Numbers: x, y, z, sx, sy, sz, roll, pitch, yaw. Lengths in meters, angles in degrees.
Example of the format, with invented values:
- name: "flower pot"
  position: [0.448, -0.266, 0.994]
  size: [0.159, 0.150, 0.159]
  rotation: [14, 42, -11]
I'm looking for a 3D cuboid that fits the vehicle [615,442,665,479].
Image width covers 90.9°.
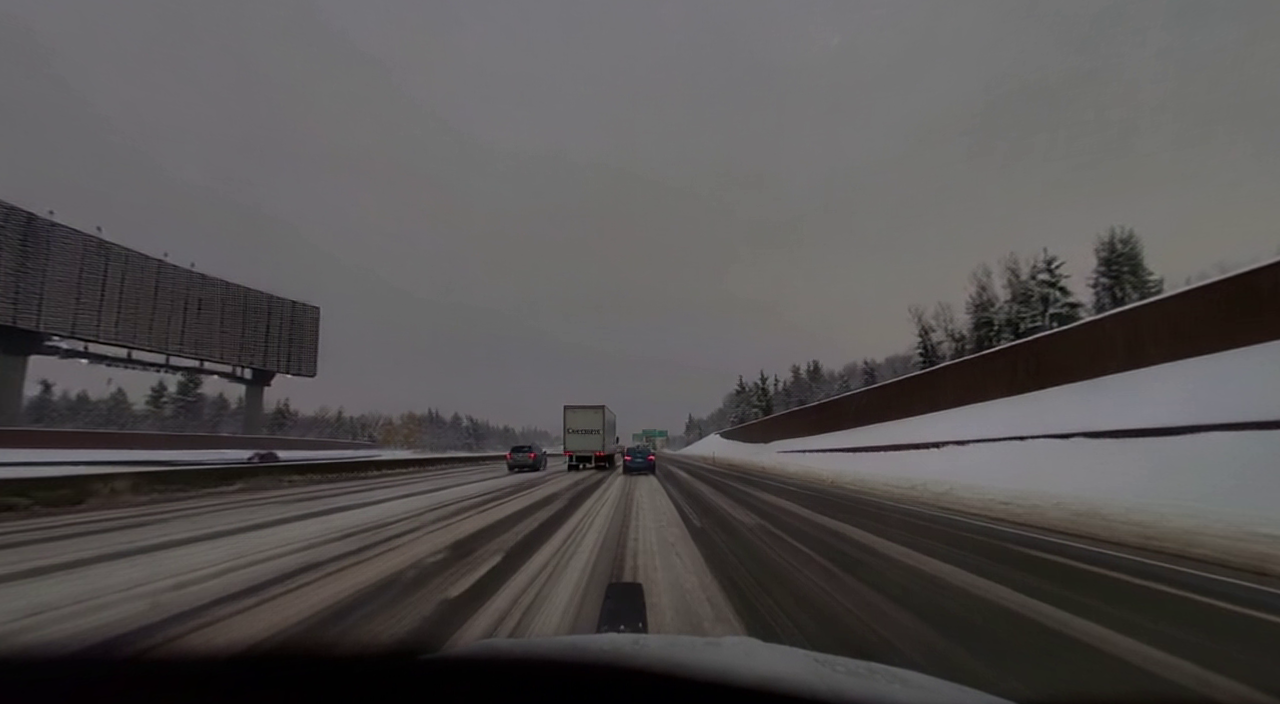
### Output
- name: "vehicle"
  position: [-0.031, 4.963, 29.015]
  size: [2.168, 1.597, 3.615]
  rotation: [0, -9, -1]

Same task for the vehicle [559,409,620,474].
- name: "vehicle"
  position: [-2.883, 5.485, 38.348]
  size: [2.794, 3.460, 8.595]
  rotation: [0, -9, 1]

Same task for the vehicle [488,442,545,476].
- name: "vehicle"
  position: [-6.570, 5.752, 34.084]
  size: [2.124, 1.674, 4.541]
  rotation: [0, -9, 0]
